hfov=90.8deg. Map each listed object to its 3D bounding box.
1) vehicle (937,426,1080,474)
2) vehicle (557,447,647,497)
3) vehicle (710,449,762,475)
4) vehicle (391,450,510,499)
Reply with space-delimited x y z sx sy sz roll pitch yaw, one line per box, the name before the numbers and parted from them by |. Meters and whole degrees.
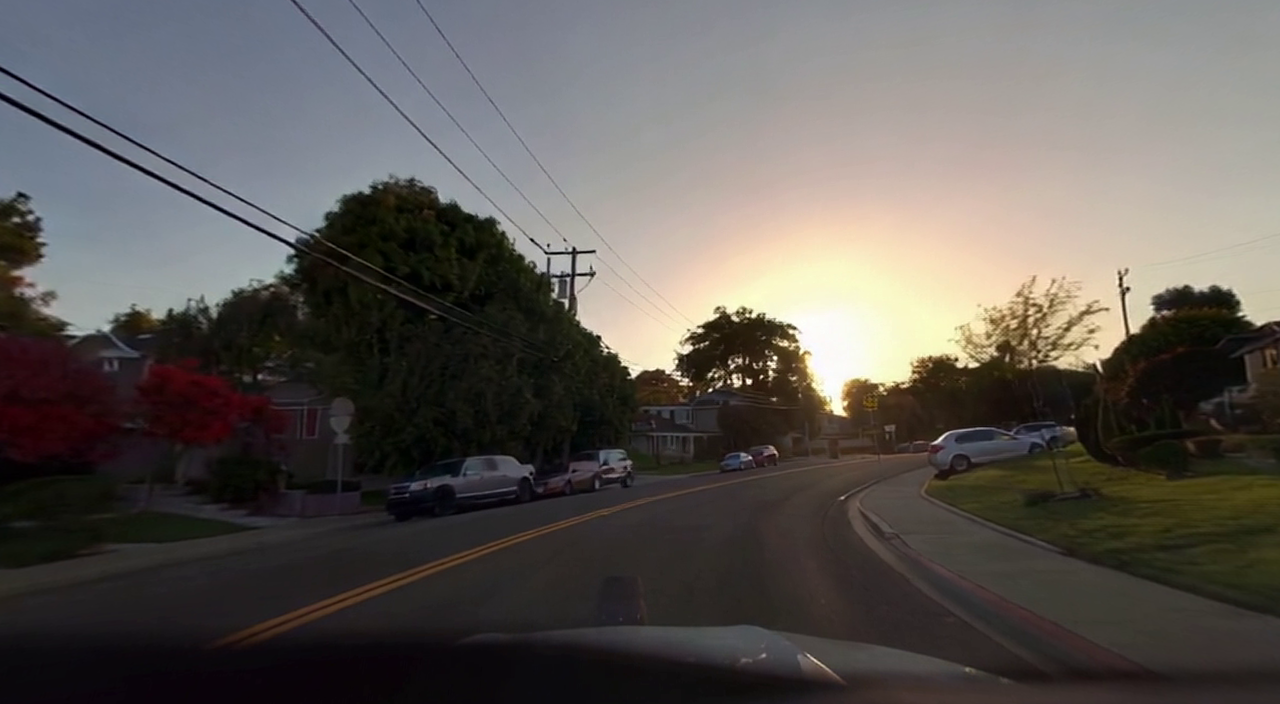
vehicle | 13.529 3.634 23.544 4.339 1.668 1.812 -4 -9 24
vehicle | -1.468 5.006 26.065 2.056 1.726 4.463 -8 -14 19
vehicle | 6.124 7.028 40.135 1.971 1.539 4.110 -6 -13 27
vehicle | -7.845 4.937 25.975 4.758 1.802 2.155 -6 -11 35
